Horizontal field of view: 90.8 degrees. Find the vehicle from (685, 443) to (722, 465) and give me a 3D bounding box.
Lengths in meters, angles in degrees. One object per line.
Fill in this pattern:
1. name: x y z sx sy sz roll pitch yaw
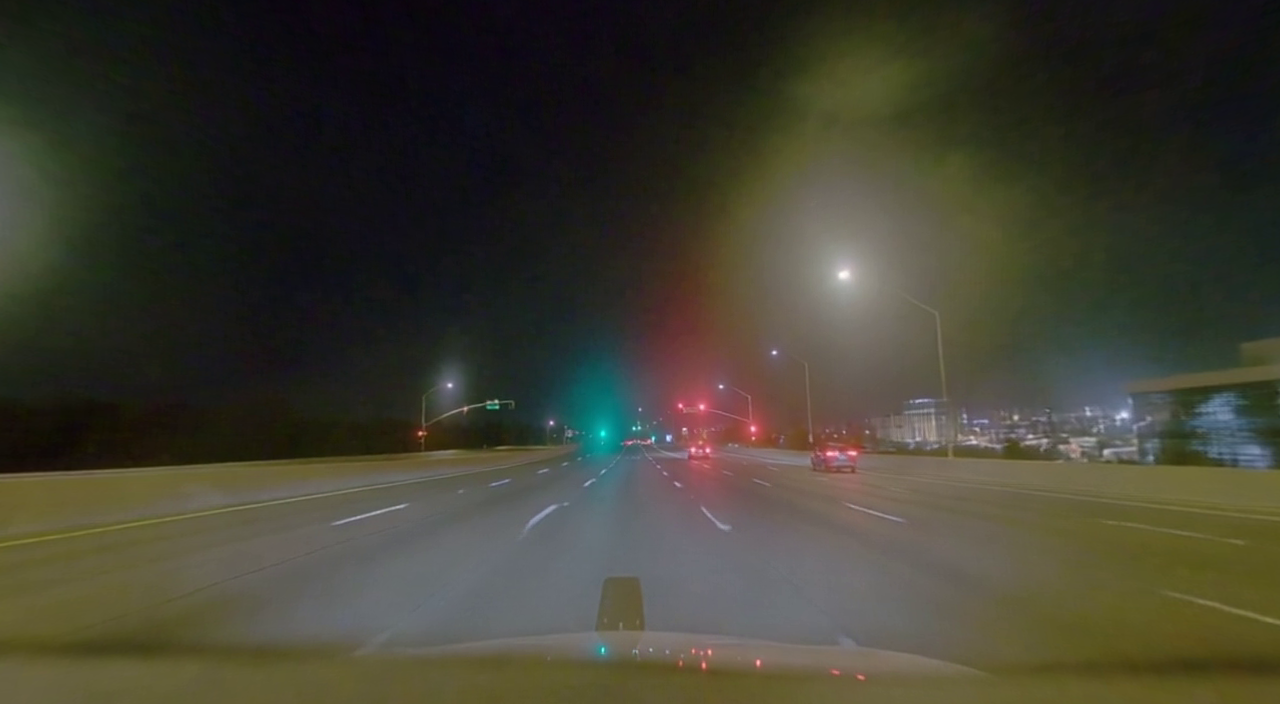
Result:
1. vehicle: 4.506 7.329 45.475 2.187 1.475 4.529 0 -9 0
